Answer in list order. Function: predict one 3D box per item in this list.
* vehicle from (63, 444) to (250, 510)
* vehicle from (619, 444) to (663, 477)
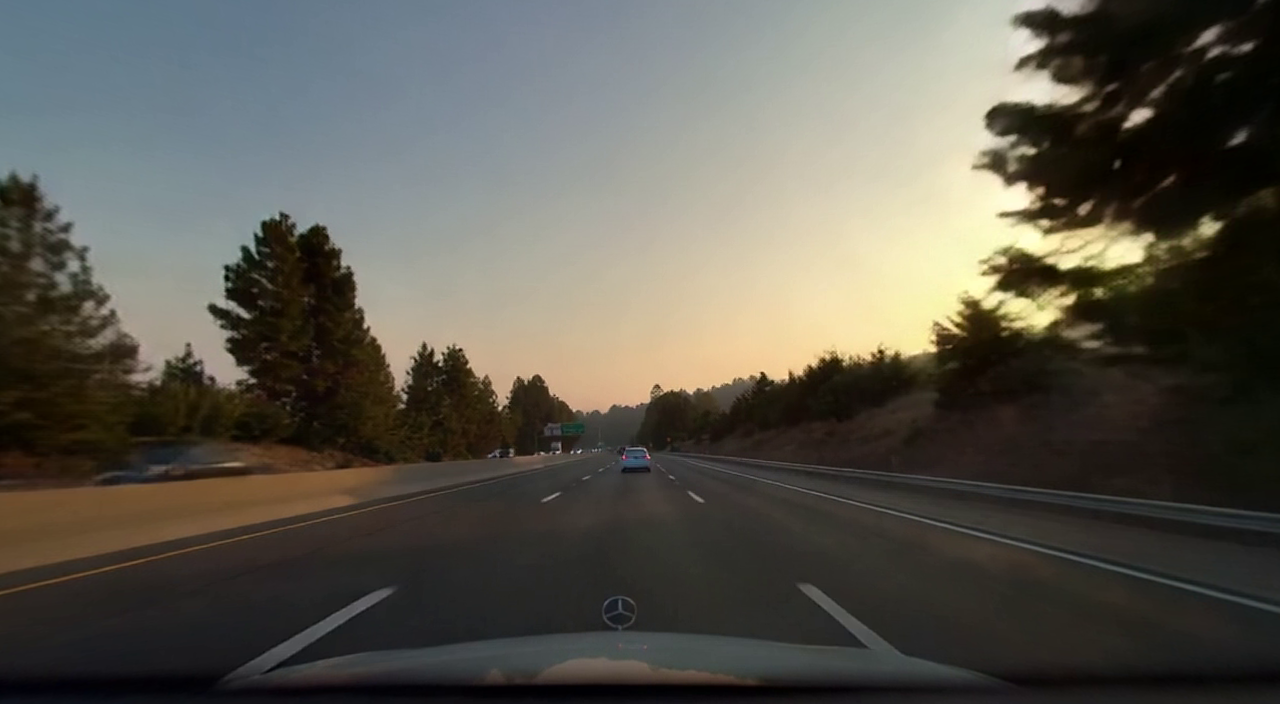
[{"bbox_3d":[-14.005,3.609,18.597,1.970,1.692,4.464,0,-9,0],"label":"vehicle"},{"bbox_3d":[0.036,5.511,32.045,2.095,1.537,4.017,0,-9,-1],"label":"vehicle"}]
